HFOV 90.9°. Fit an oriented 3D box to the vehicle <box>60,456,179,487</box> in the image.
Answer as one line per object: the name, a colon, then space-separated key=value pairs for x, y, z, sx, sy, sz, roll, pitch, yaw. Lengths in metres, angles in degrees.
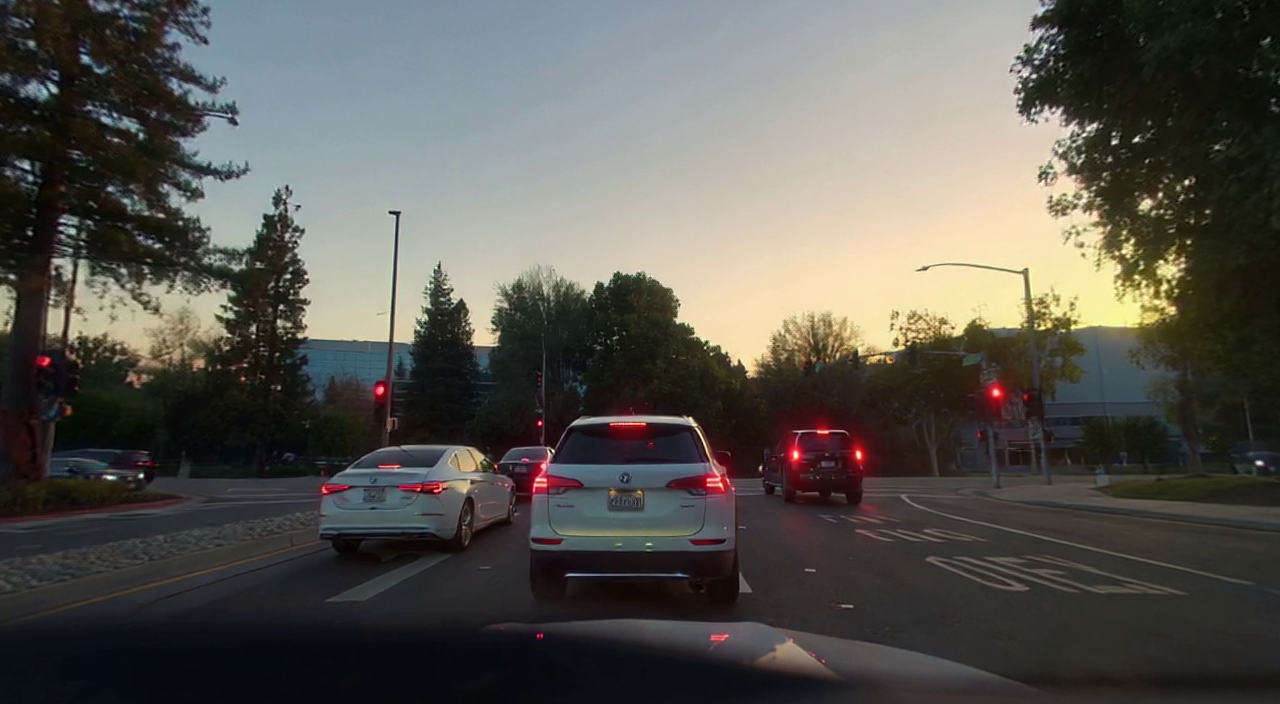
vehicle: x=-25.990 y=5.950 z=31.604 sx=4.140 sy=1.444 sz=1.742 roll=2 pitch=-9 yaw=-15

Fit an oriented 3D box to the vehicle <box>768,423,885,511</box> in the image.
vehicle: x=4.801 y=3.005 z=16.913 sx=2.084 sy=2.053 sz=4.073 roll=-1 pitch=-8 yaw=4

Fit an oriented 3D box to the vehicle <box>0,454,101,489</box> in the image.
vehicle: x=-27.015 y=5.290 z=27.974 sx=4.198 sy=1.444 sz=1.765 roll=2 pitch=-9 yaw=-16

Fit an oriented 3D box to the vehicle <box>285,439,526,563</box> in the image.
vehicle: x=-3.206 y=2.099 z=9.764 sx=1.913 sy=1.453 sz=4.413 roll=0 pitch=-8 yaw=2

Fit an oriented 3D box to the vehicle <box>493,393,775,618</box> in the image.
vehicle: x=-0.041 y=1.524 z=7.170 sx=2.203 sy=1.757 sz=4.286 roll=0 pitch=-8 yaw=0
